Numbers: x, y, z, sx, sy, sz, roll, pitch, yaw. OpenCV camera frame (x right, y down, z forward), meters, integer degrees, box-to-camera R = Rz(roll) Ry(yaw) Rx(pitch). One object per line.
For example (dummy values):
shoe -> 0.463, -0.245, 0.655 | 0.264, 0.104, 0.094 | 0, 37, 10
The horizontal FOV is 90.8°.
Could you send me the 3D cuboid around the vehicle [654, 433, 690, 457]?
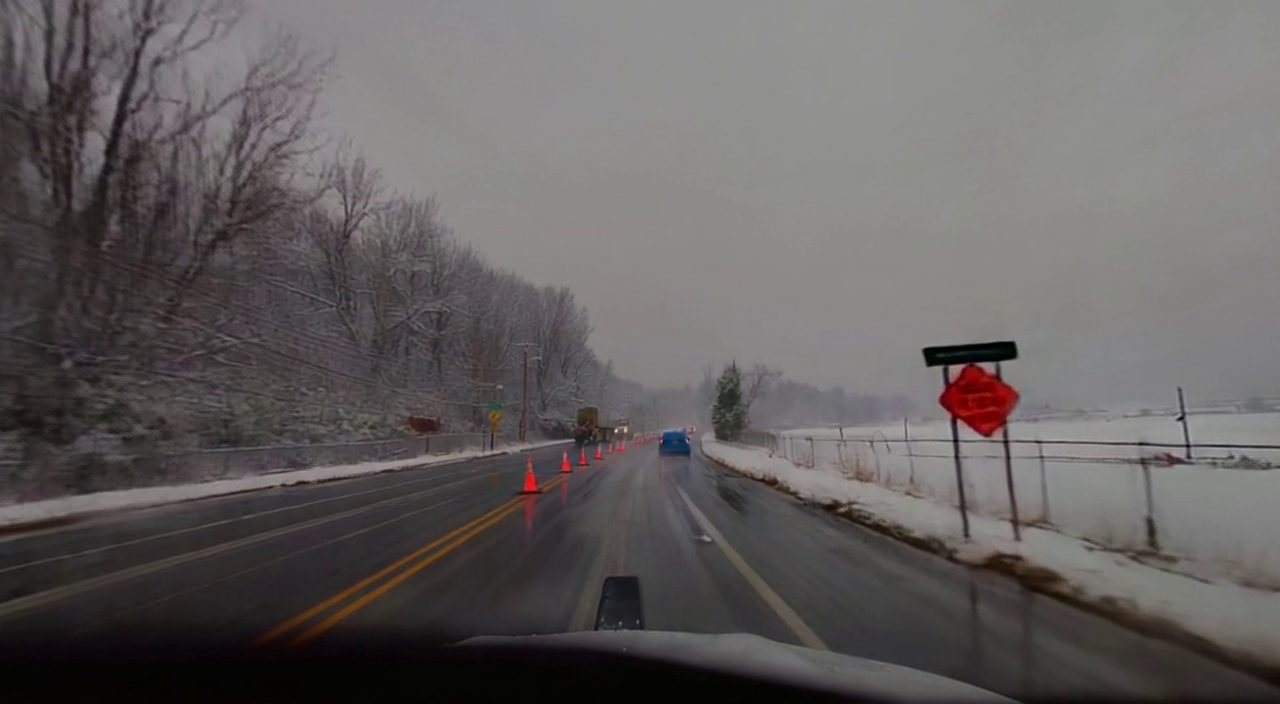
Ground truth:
vehicle -> 2.034, 5.957, 40.450 | 2.172, 1.486, 3.581 | -1, -8, 3
